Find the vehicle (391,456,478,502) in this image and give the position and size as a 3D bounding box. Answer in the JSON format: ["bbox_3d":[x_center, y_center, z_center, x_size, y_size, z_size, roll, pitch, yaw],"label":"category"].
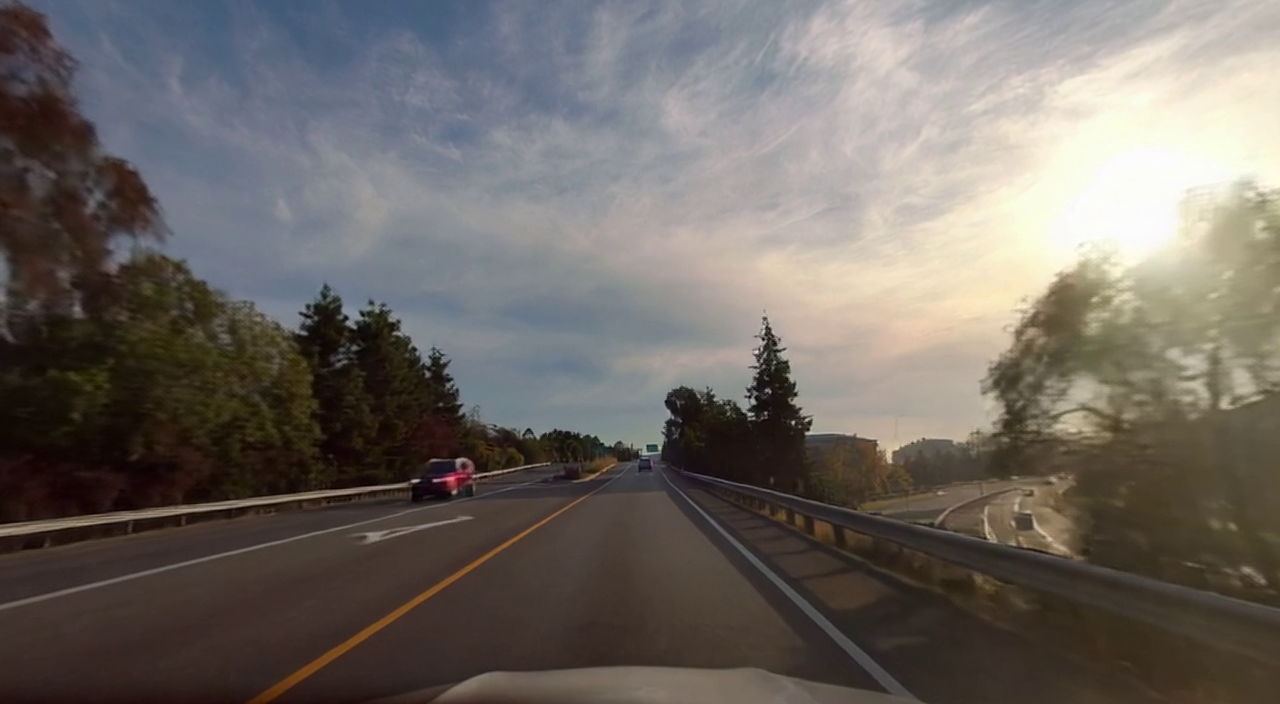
[{"bbox_3d":[-7.743,4.798,24.140,2.003,1.554,3.757,0,-9,1],"label":"vehicle"}]
